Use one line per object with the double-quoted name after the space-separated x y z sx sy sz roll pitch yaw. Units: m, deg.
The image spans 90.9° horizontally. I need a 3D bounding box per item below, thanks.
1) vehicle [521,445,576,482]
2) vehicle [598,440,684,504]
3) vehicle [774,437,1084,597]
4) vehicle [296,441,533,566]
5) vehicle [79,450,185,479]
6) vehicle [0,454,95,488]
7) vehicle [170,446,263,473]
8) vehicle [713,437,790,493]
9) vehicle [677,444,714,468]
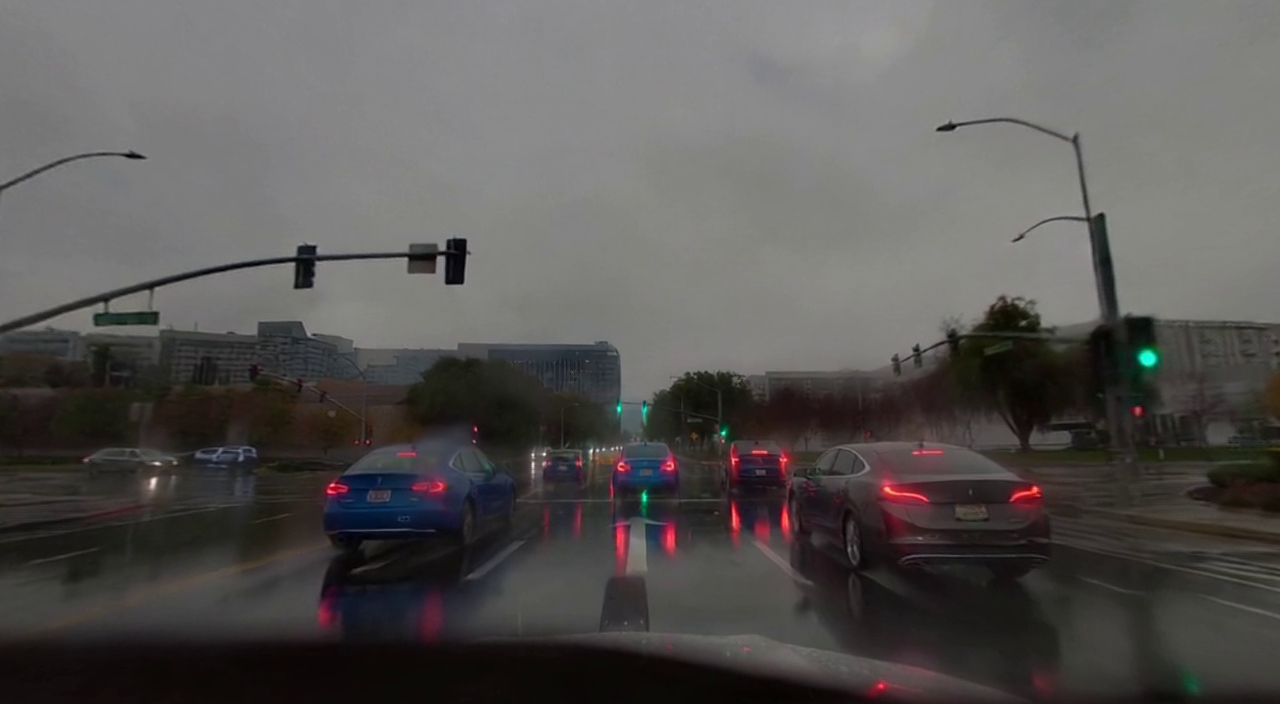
-4.271 5.037 28.904 2.089 1.537 4.073 2 -9 -14 "vehicle"
-0.044 3.330 17.904 2.144 1.563 4.218 0 -9 -2 "vehicle"
3.311 1.942 8.500 1.951 1.522 4.614 0 -8 -1 "vehicle"
-3.104 2.169 9.870 2.015 1.478 4.407 0 -8 1 "vehicle"
-30.260 6.675 37.652 4.427 1.629 2.213 -1 -9 2 "vehicle"
-29.720 5.764 30.613 4.551 1.533 2.070 -1 -9 2 "vehicle"
-29.144 7.410 43.450 4.916 1.793 2.082 -1 -9 3 "vehicle"
3.754 3.868 21.945 1.938 1.732 4.006 0 -9 0 "vehicle"
4.005 7.532 45.875 2.138 1.624 4.417 0 -9 -2 "vehicle"
